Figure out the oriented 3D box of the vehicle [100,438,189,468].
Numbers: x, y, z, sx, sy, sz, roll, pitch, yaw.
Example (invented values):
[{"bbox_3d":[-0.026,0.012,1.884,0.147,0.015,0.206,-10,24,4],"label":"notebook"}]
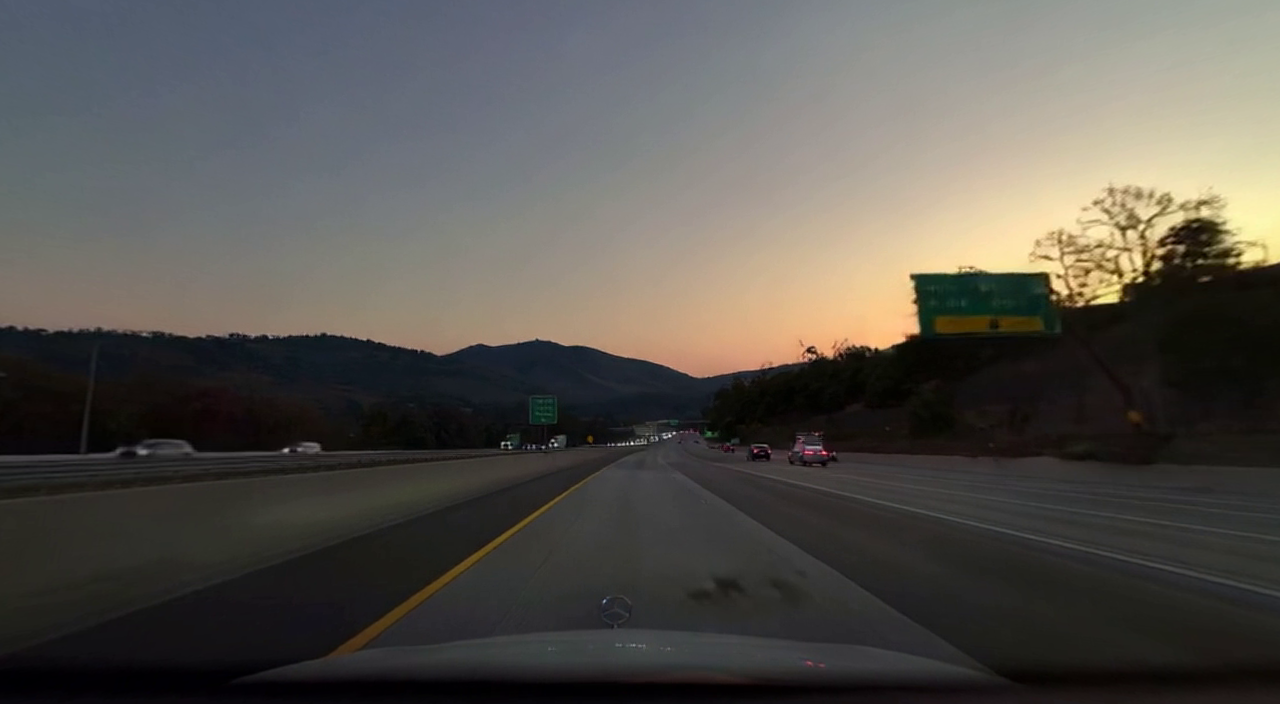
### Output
[{"bbox_3d":[-33.669,6.871,43.157,2.047,1.865,4.880,0,-8,0],"label":"vehicle"}]
